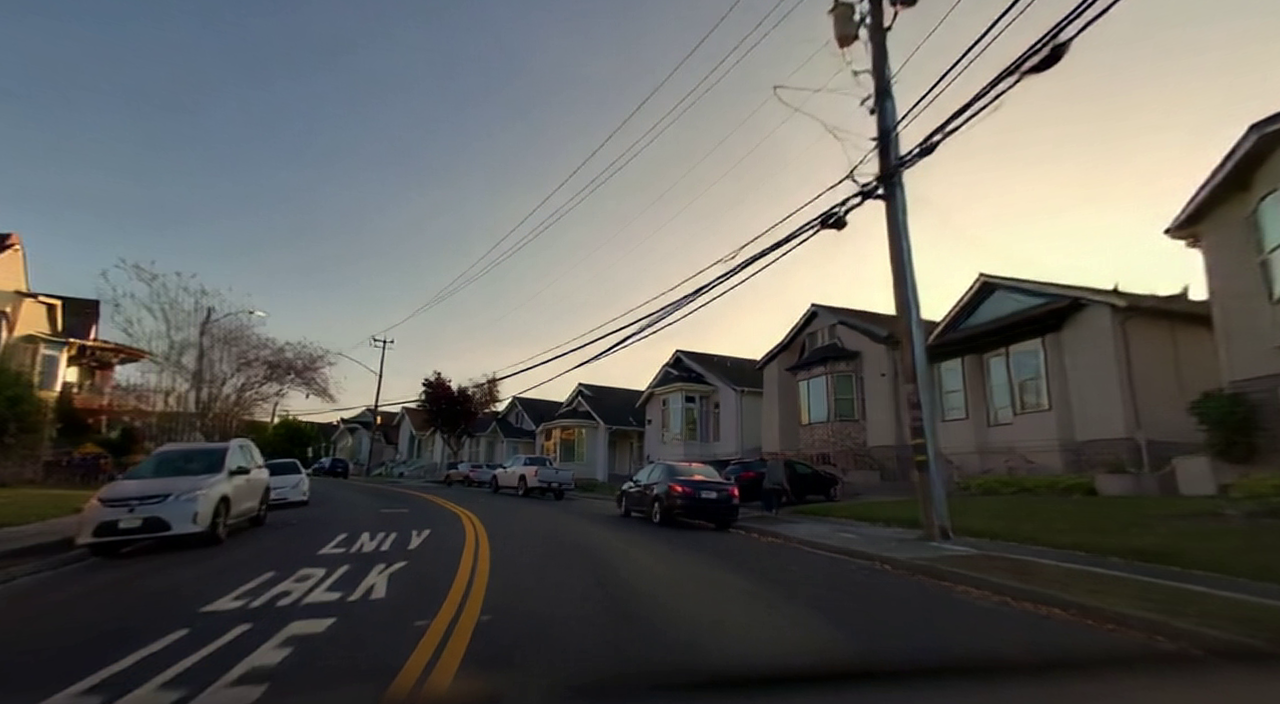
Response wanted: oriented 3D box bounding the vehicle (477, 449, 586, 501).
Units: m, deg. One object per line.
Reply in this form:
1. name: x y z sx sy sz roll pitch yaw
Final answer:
1. vehicle: -4.763 5.182 27.032 2.449 1.869 5.504 10 -13 -32

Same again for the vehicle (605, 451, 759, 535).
1. vehicle: 0.778 3.191 14.848 1.923 1.531 4.568 7 -10 -18

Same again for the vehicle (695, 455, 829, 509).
1. vehicle: 4.196 4.370 21.682 4.163 1.586 2.023 5 -10 -29

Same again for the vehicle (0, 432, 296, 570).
1. vehicle: -8.352 2.556 11.580 2.378 1.840 5.389 2 -11 -16
